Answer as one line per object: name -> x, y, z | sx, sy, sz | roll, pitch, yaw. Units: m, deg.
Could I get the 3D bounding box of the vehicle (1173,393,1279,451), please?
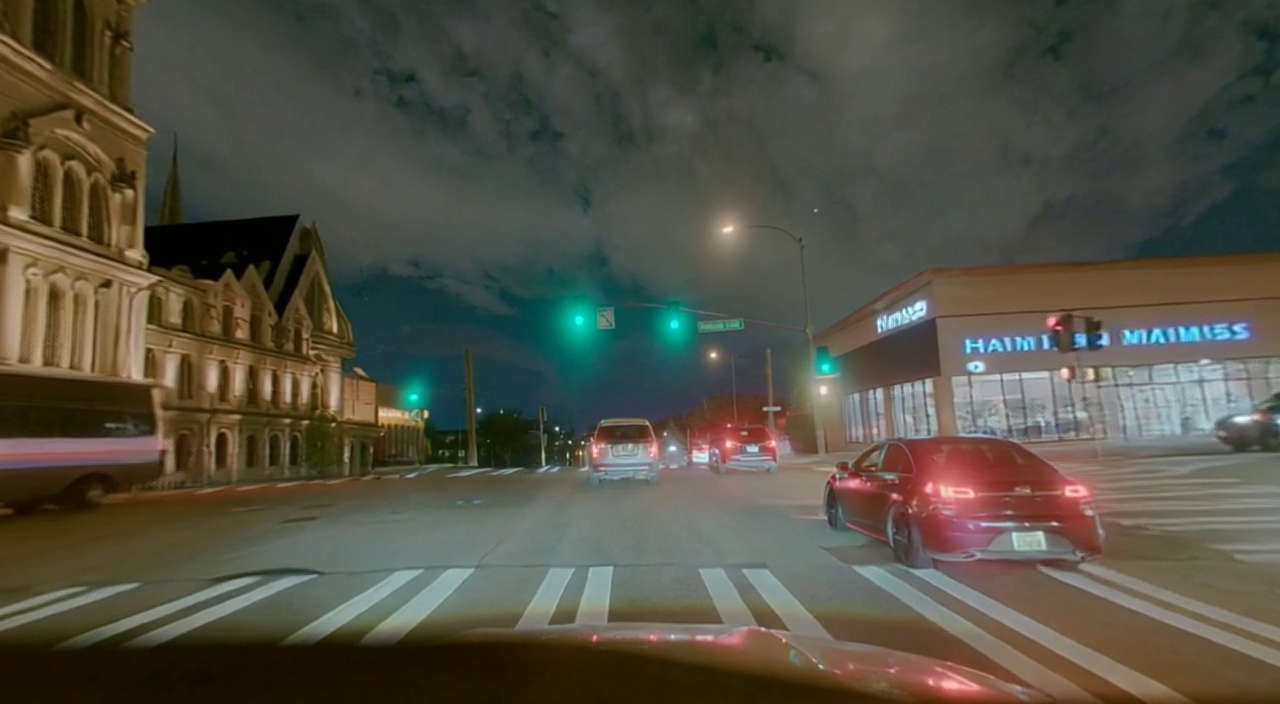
vehicle -> 17.429, 1.929, 17.103 | 4.391, 1.484, 1.763 | 0, -9, -2

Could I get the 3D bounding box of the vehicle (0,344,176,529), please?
vehicle -> -14.756, 1.786, 13.389 | 3.126, 3.773, 8.662 | 0, -8, 0

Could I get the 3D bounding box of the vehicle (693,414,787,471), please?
vehicle -> 2.829, 2.703, 18.847 | 1.890, 1.491, 4.166 | 0, -8, -3

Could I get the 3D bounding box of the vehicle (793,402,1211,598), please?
vehicle -> 3.322, 1.451, 7.099 | 1.883, 1.472, 4.471 | 0, -8, -3

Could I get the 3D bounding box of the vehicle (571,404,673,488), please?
vehicle -> -0.494, 2.305, 15.550 | 2.168, 1.776, 4.135 | 1, -8, -3
